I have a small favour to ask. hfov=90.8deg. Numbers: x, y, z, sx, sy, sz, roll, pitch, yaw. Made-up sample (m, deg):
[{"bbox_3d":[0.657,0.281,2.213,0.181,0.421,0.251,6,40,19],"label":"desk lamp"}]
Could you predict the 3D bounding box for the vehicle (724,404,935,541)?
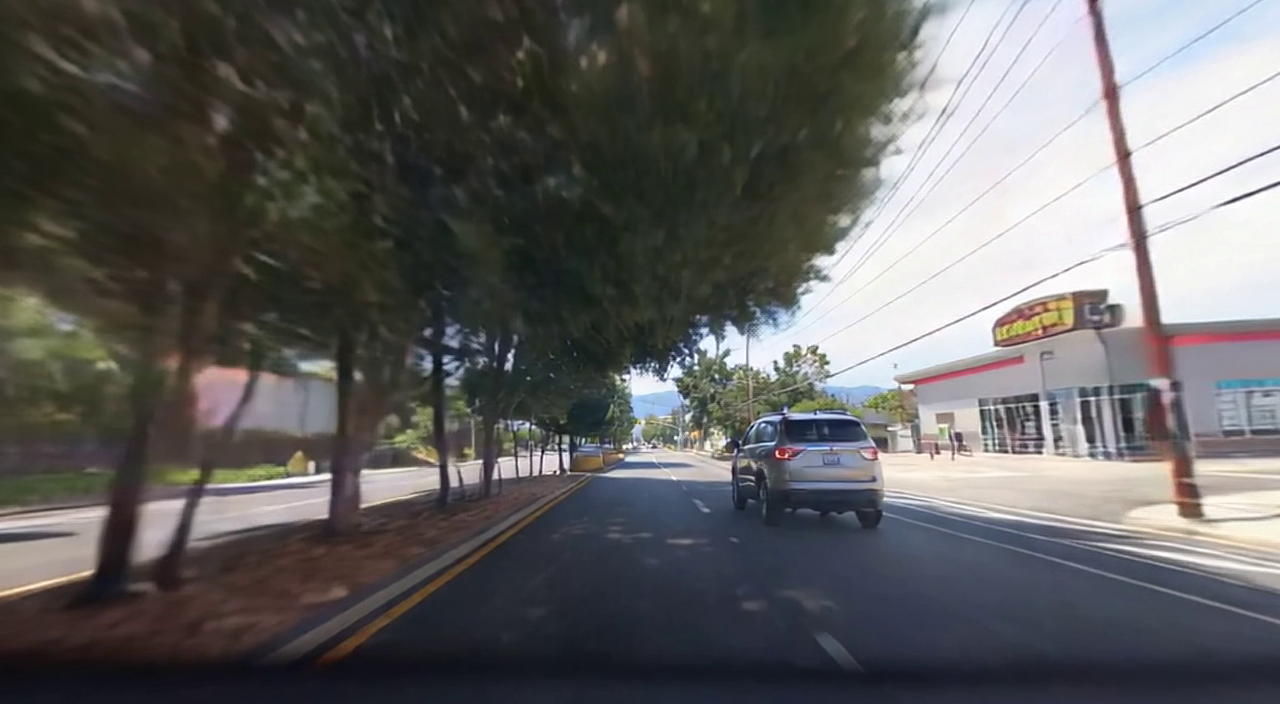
[{"bbox_3d":[2.869,1.971,10.924,2.060,1.820,4.713,0,-9,-1],"label":"vehicle"}]
